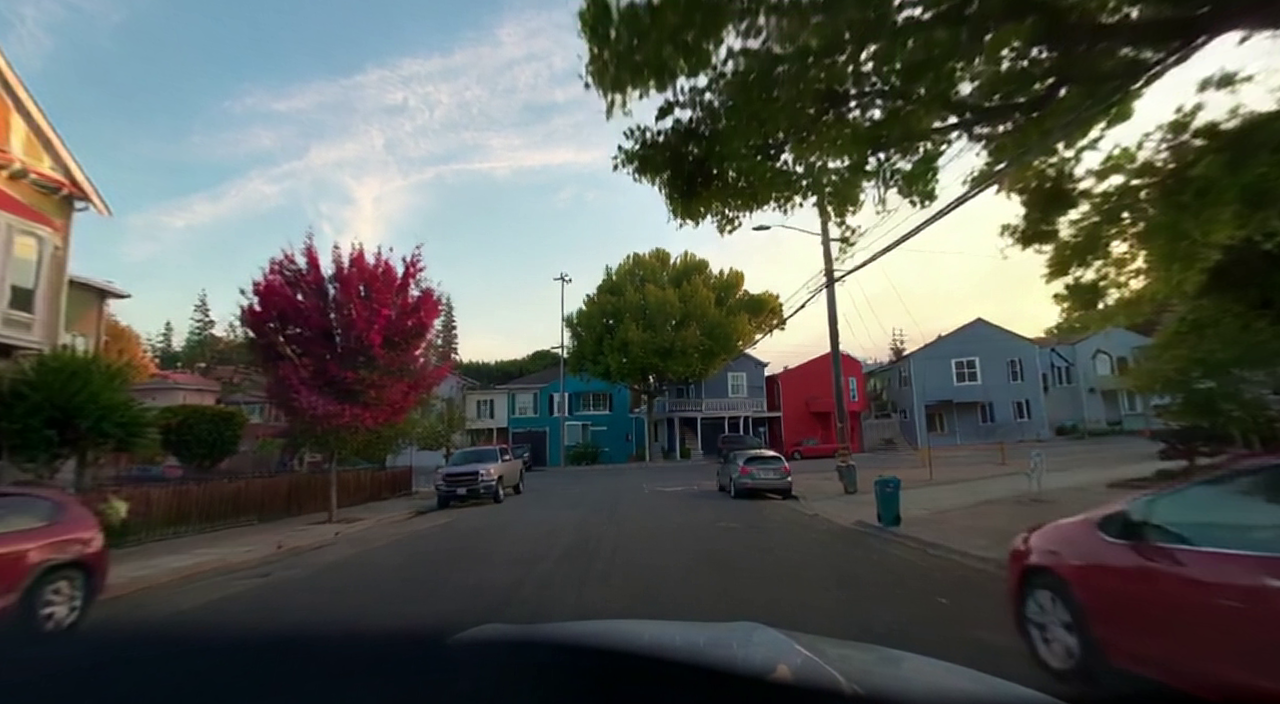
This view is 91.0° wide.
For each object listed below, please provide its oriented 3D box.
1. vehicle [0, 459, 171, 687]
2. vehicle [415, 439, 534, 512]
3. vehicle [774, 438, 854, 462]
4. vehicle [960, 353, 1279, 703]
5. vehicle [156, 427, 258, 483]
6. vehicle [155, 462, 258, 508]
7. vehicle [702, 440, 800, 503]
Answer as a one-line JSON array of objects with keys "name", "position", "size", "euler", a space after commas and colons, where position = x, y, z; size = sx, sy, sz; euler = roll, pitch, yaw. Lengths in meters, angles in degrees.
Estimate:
[{"name": "vehicle", "position": [-5.420, 1.478, 3.821], "size": [1.849, 1.560, 4.227], "euler": [0, -9, 0]}, {"name": "vehicle", "position": [-5.411, 4.117, 21.732], "size": [2.480, 2.084, 6.353], "euler": [0, -9, -1]}, {"name": "vehicle", "position": [11.248, 6.364, 40.909], "size": [4.644, 1.482, 1.997], "euler": [-1, -9, 3]}, {"name": "vehicle", "position": [3.484, 0.871, 2.411], "size": [2.070, 1.728, 4.358], "euler": [0, -9, -2]}, {"name": "vehicle", "position": [-31.023, 7.304, 45.491], "size": [2.473, 2.922, 6.719], "euler": [0, 0, 3]}, {"name": "vehicle", "position": [-15.760, 4.809, 23.104], "size": [1.563, 1.433, 3.492], "euler": [0, -9, -7]}, {"name": "vehicle", "position": [3.493, 3.878, 20.889], "size": [2.109, 1.811, 4.886], "euler": [0, -9, -3]}]
